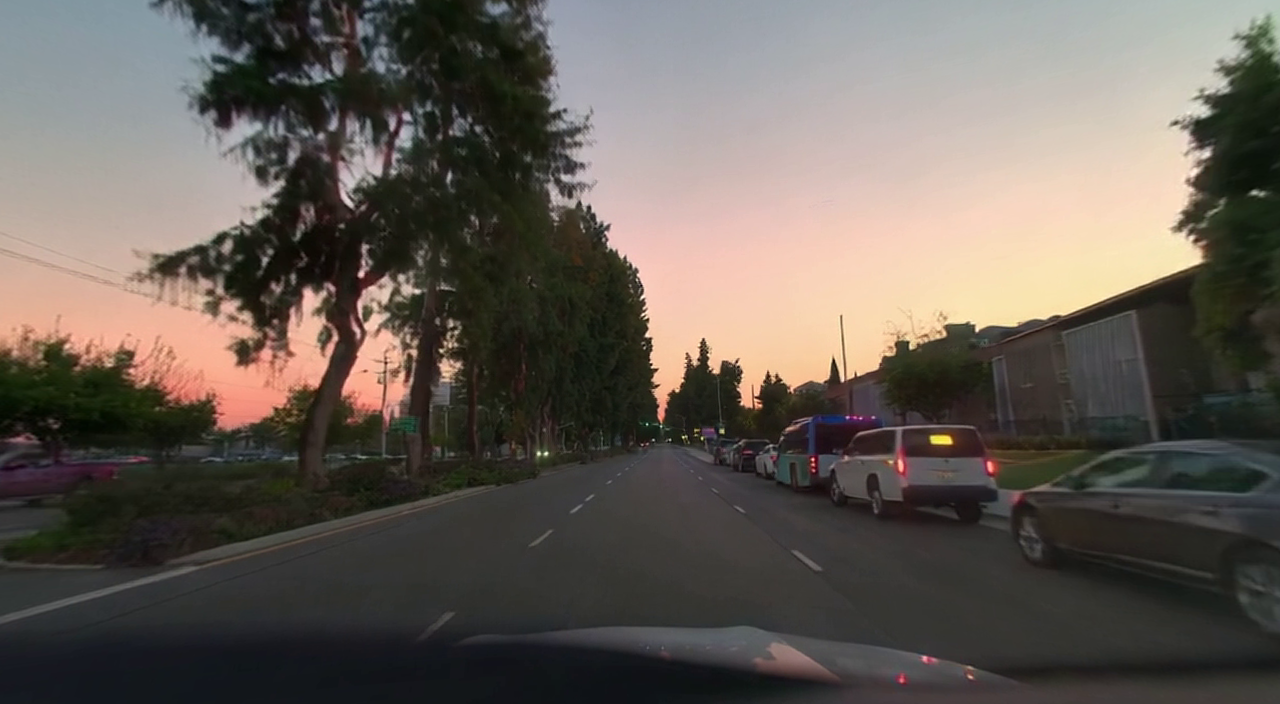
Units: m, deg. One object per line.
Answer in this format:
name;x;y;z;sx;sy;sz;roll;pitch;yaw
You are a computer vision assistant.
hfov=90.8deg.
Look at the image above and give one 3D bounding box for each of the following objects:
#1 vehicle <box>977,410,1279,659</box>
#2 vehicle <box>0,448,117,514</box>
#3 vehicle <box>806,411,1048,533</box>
vehicle;4.799;1.240;4.845;1.973;1.465;4.440;-1;-8;0
vehicle;-18.978;3.823;18.970;2.166;1.804;4.897;-1;-8;3
vehicle;4.810;2.100;11.607;2.304;1.760;4.630;-1;-8;1
